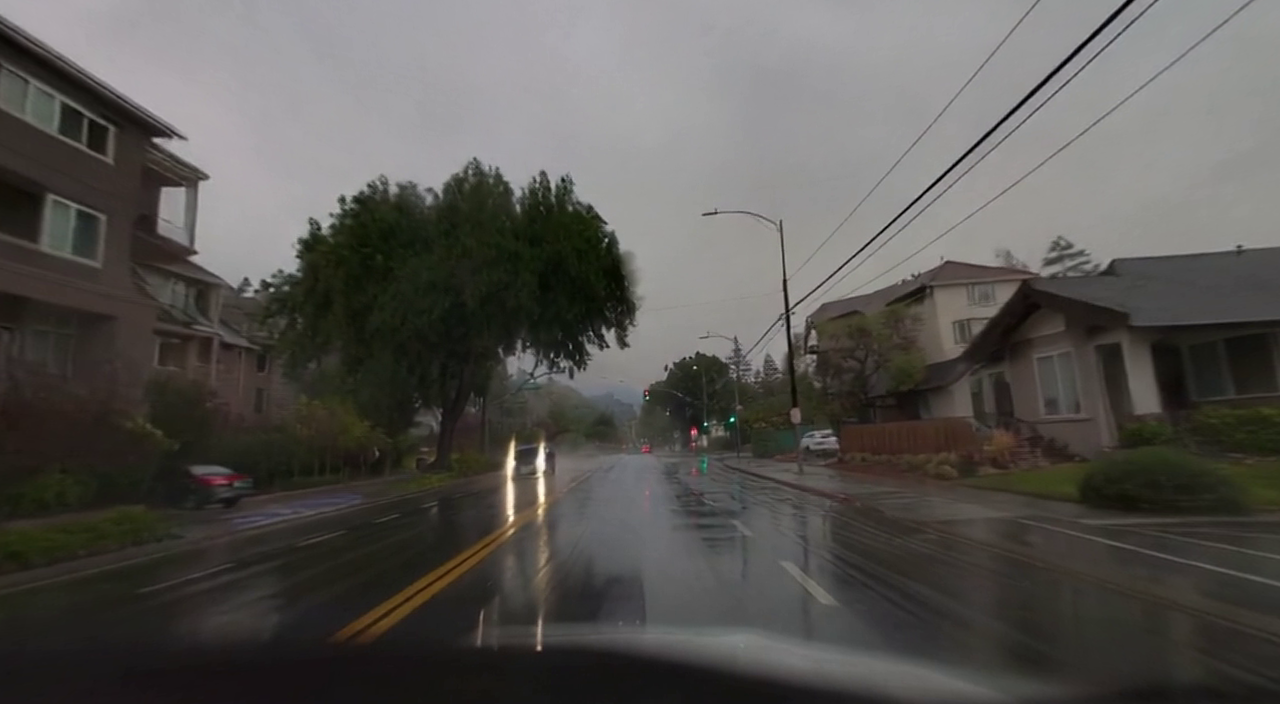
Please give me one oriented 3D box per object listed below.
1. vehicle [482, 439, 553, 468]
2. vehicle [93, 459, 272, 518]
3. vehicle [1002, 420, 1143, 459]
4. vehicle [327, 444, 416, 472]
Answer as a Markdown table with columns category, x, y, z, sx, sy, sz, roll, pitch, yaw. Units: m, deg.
| category | x | y | z | sx | sy | sz | roll | pitch | yaw |
| --- | --- | --- | --- | --- | --- | --- | --- | --- | --- |
| vehicle | -8.601 | 7.112 | 44.277 | 4.569 | 1.909 | 2.037 | -5 | -9 | 26 |
| vehicle | -12.797 | 3.809 | 18.127 | 1.934 | 1.389 | 4.364 | 0 | -9 | -1 |
| vehicle | 17.230 | 3.512 | 25.334 | 4.161 | 1.442 | 2.023 | -1 | -9 | -1 |
| vehicle | -20.723 | 8.187 | 48.918 | 5.829 | 2.003 | 2.260 | 0 | -9 | -2 |
